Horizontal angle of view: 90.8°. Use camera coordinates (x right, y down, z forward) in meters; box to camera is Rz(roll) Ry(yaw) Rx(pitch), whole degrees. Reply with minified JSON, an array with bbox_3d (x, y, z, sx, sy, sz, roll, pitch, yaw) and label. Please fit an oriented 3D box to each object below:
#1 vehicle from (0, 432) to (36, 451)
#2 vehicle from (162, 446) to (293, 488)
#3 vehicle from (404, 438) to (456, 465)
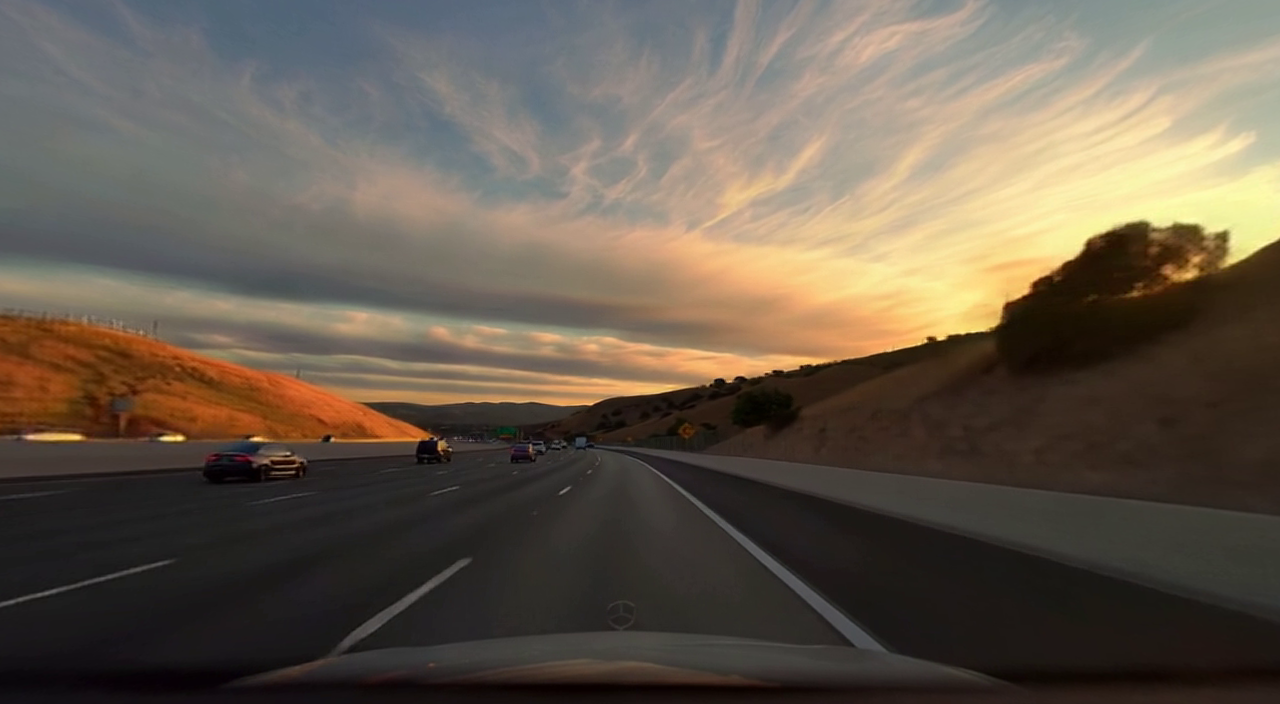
[{"bbox_3d":[-49.754,6.964,49.190,1.679,1.441,3.814,0,-9,-2],"label":"vehicle"},{"bbox_3d":[-15.491,4.313,24.078,1.955,1.429,4.575,0,-9,-1],"label":"vehicle"},{"bbox_3d":[-16.041,7.651,48.567,2.240,1.953,5.452,0,-9,-2],"label":"vehicle"}]
